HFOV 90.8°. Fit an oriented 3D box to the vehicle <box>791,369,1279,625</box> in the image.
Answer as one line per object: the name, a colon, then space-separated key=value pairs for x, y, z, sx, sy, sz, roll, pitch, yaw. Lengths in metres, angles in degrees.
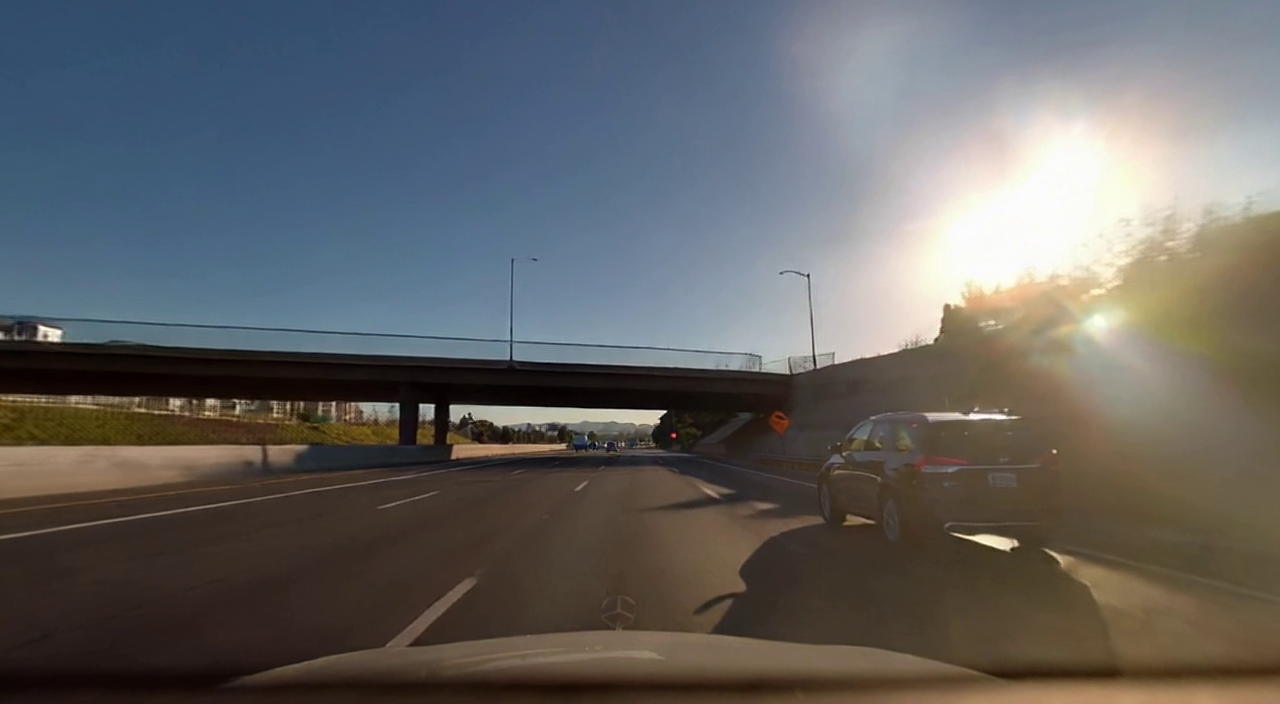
vehicle: x=3.464 y=1.372 z=6.959 sx=2.212 sy=1.753 sz=5.064 roll=0 pitch=-8 yaw=-2
